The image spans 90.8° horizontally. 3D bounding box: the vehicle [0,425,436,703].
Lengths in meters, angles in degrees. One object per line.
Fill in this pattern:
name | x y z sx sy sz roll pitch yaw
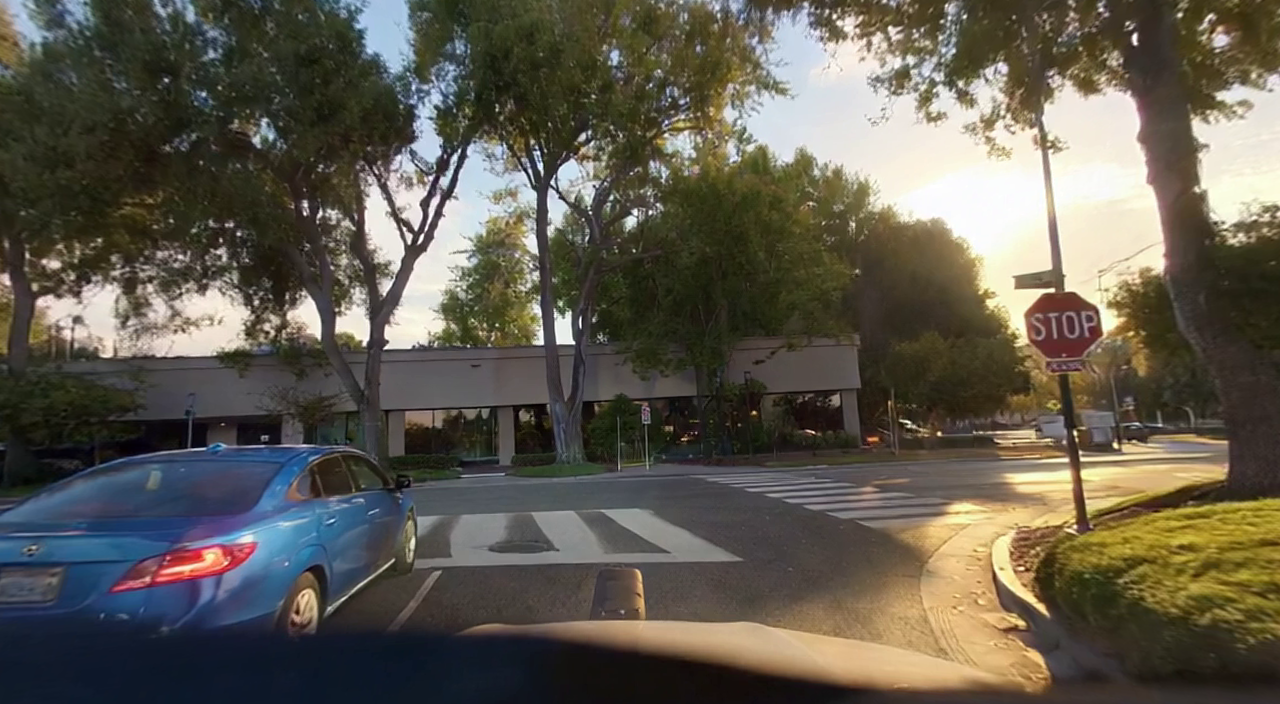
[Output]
vehicle | -3.145 1.384 5.080 2.069 1.413 5.006 1 -9 -9
